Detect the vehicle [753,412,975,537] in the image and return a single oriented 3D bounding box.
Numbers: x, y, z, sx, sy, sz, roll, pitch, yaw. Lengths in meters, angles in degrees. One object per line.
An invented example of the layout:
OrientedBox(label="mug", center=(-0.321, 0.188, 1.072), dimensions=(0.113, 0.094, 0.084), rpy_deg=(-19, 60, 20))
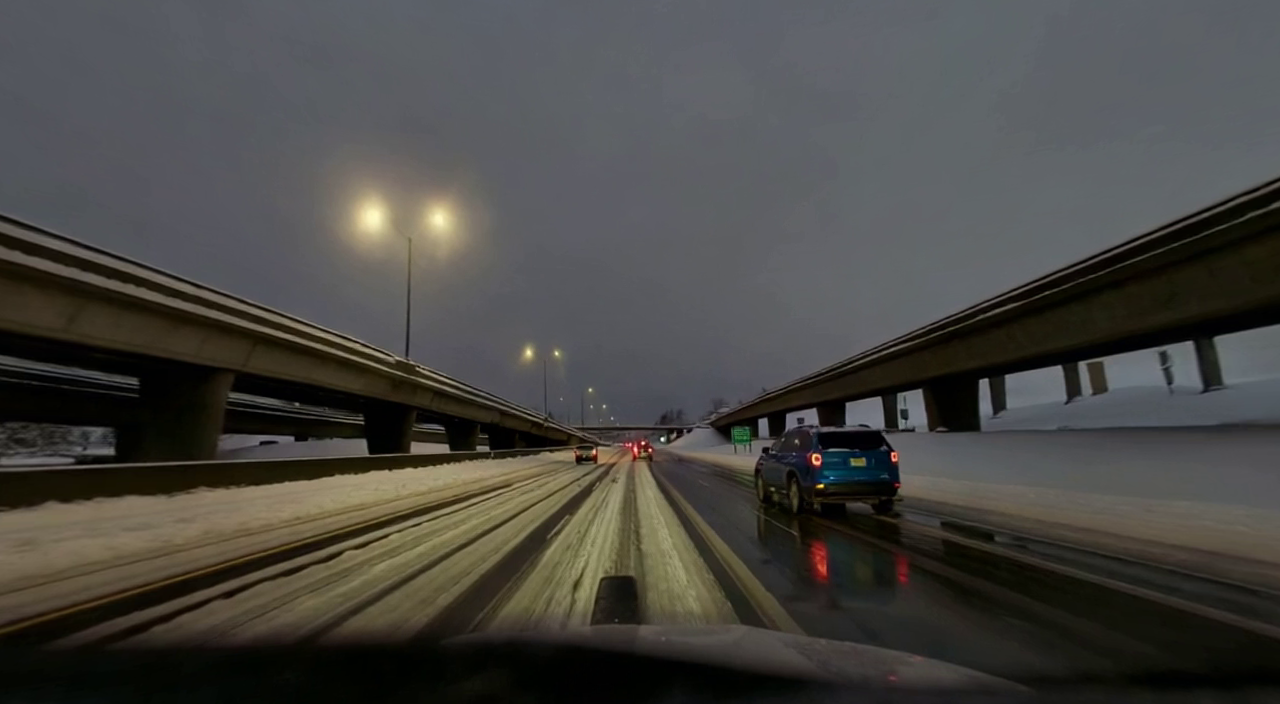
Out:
OrientedBox(label="vehicle", center=(3.803, 2.186, 11.927), dimensions=(2.288, 1.841, 4.779), rpy_deg=(0, -8, -2))

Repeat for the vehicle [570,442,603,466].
OrientedBox(label="vehicle", center=(-3.780, 7.292, 45.268), dimensions=(2.000, 1.646, 4.201), rpy_deg=(0, -8, -1))

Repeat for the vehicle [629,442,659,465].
OrientedBox(label="vehicle", center=(0.248, 7.655, 47.691), dimensions=(2.132, 1.657, 3.967), rpy_deg=(0, -8, -2))
